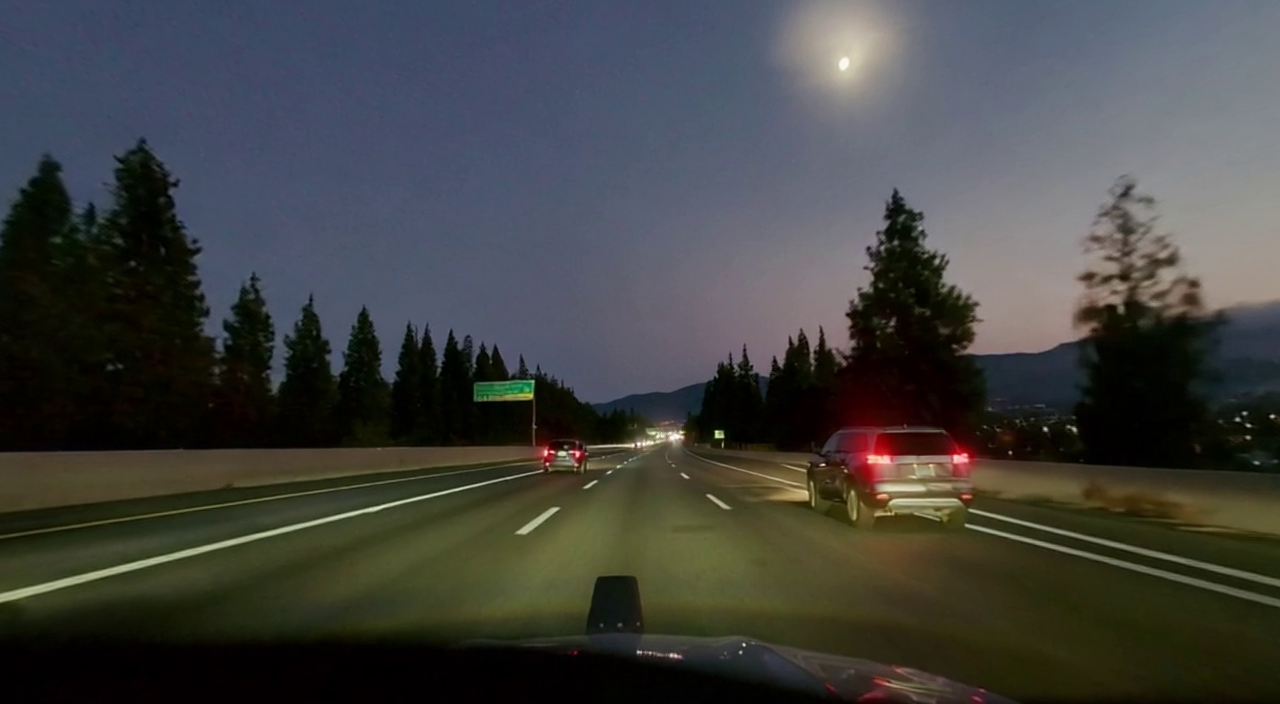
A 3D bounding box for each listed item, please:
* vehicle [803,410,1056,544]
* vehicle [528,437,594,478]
[{"bbox_3d":[4.513,2.020,10.807,2.149,1.796,4.487,0,-8,0],"label":"vehicle"},{"bbox_3d":[-3.308,4.537,27.226,2.166,1.608,4.297,0,-8,2],"label":"vehicle"}]
